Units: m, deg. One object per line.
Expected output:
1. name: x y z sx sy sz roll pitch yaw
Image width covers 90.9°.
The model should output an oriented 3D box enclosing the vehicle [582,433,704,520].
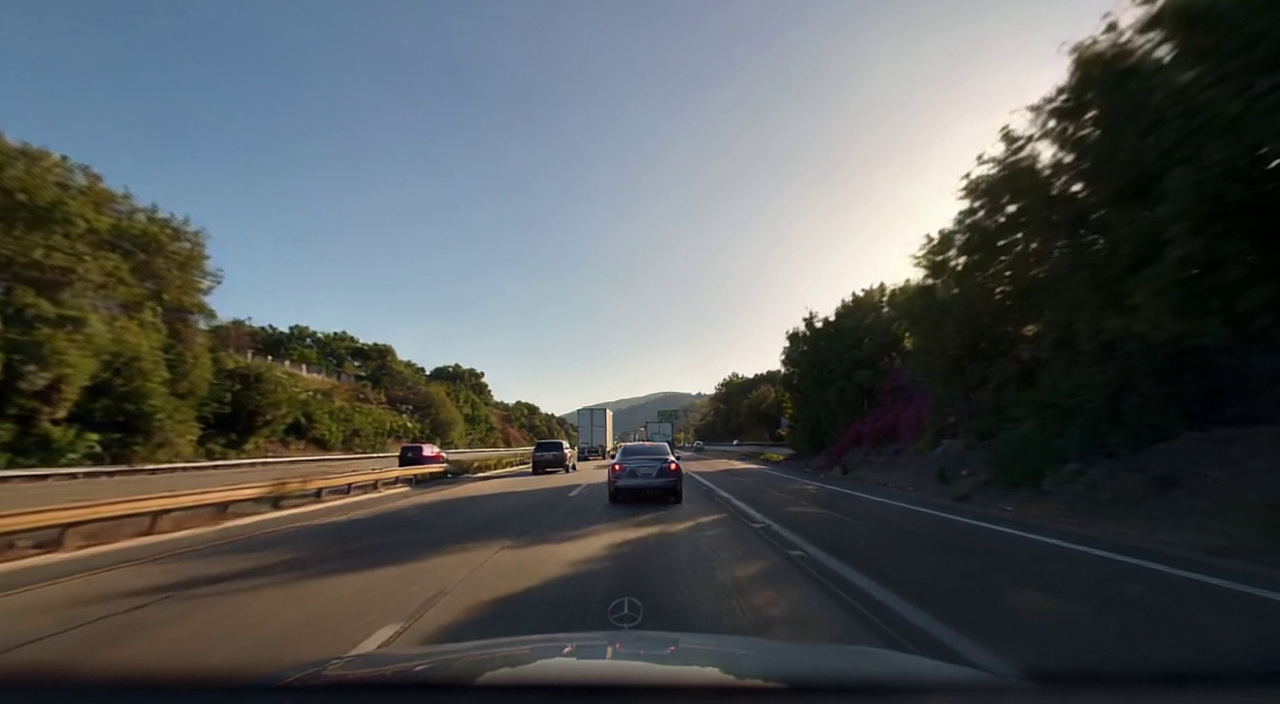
1. vehicle: 0.033 2.431 12.694 2.057 1.449 3.931 0 -9 -1

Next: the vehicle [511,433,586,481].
1. vehicle: -3.483 4.130 24.947 2.177 1.699 4.431 0 -9 2
